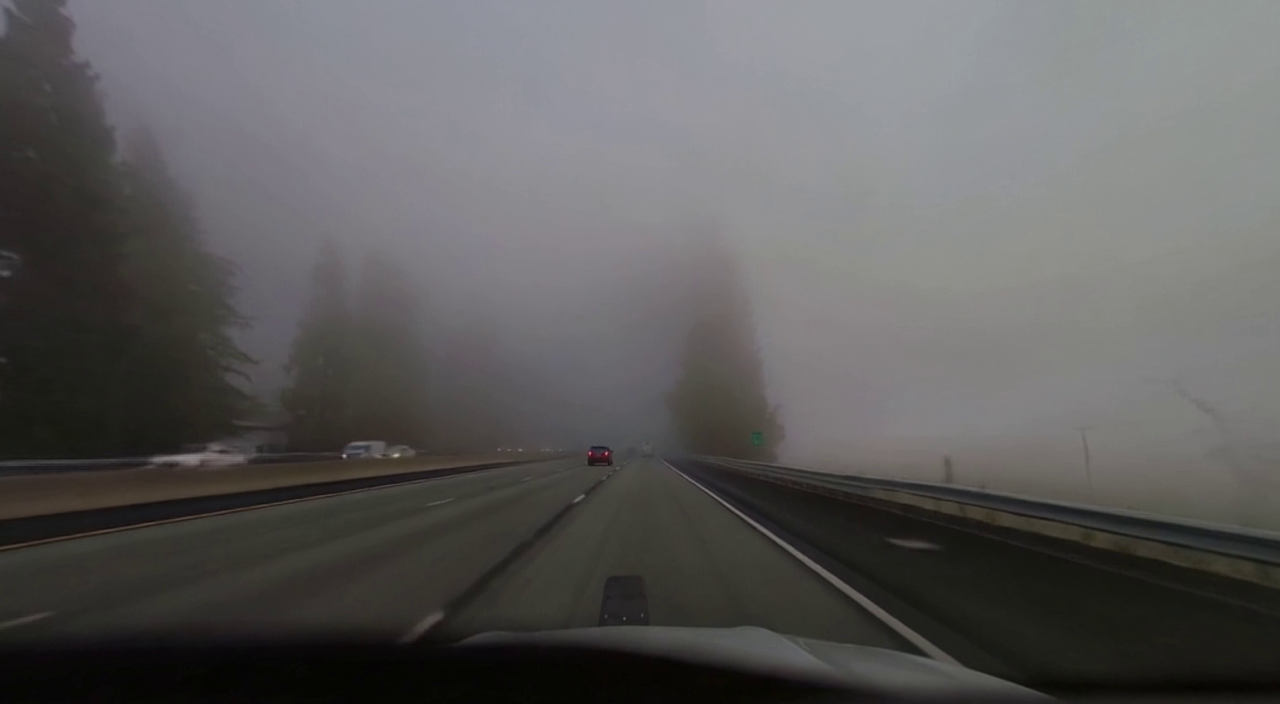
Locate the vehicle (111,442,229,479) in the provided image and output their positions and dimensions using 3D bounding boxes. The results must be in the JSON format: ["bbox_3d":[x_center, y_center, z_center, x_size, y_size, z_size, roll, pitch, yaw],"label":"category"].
[{"bbox_3d":[-21.103,4.882,28.606,1.831,1.526,4.458,0,-8,1],"label":"vehicle"}]
